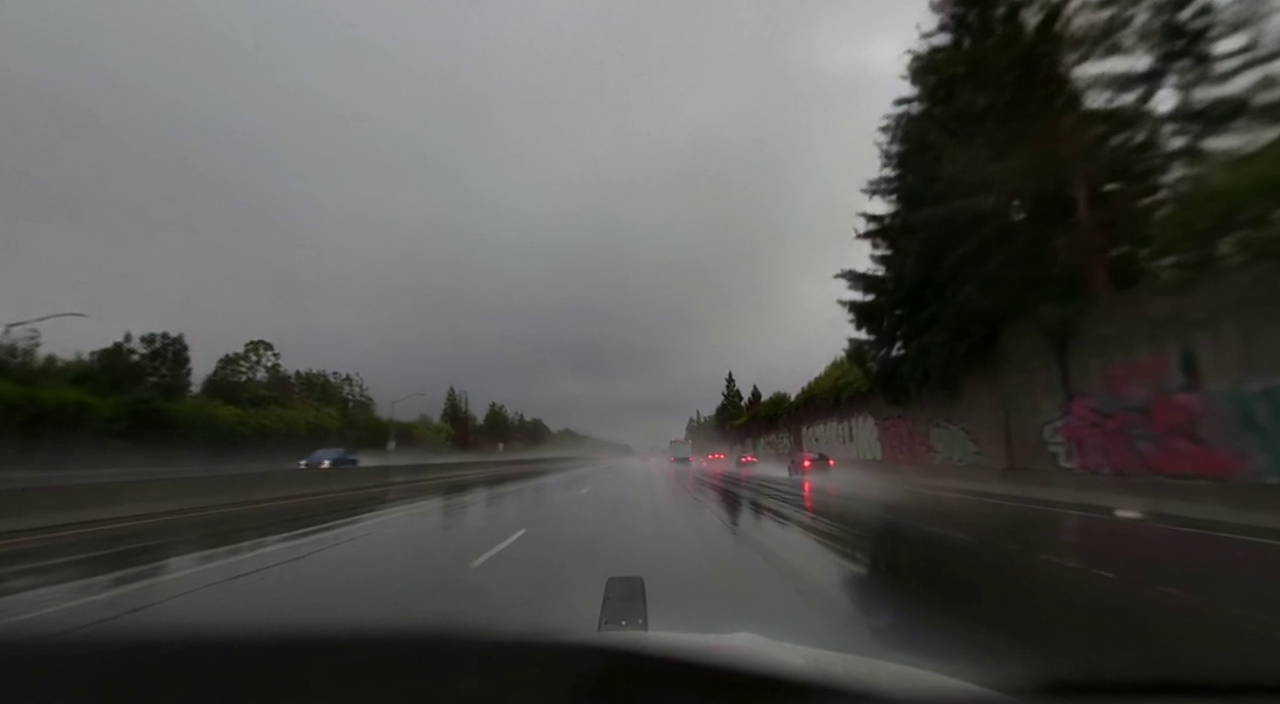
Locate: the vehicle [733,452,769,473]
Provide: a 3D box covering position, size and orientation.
[{"bbox_3d":[8.220,8.254,47.092,1.842,1.475,4.479,0,-9,0],"label":"vehicle"}]

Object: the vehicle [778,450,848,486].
[{"bbox_3d":[7.846,5.275,29.045,1.907,1.495,4.517,0,-9,0],"label":"vehicle"}]

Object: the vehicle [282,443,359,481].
[{"bbox_3d":[-18.923,6.539,37.574,2.077,2.106,4.613,0,-9,1],"label":"vehicle"}]
